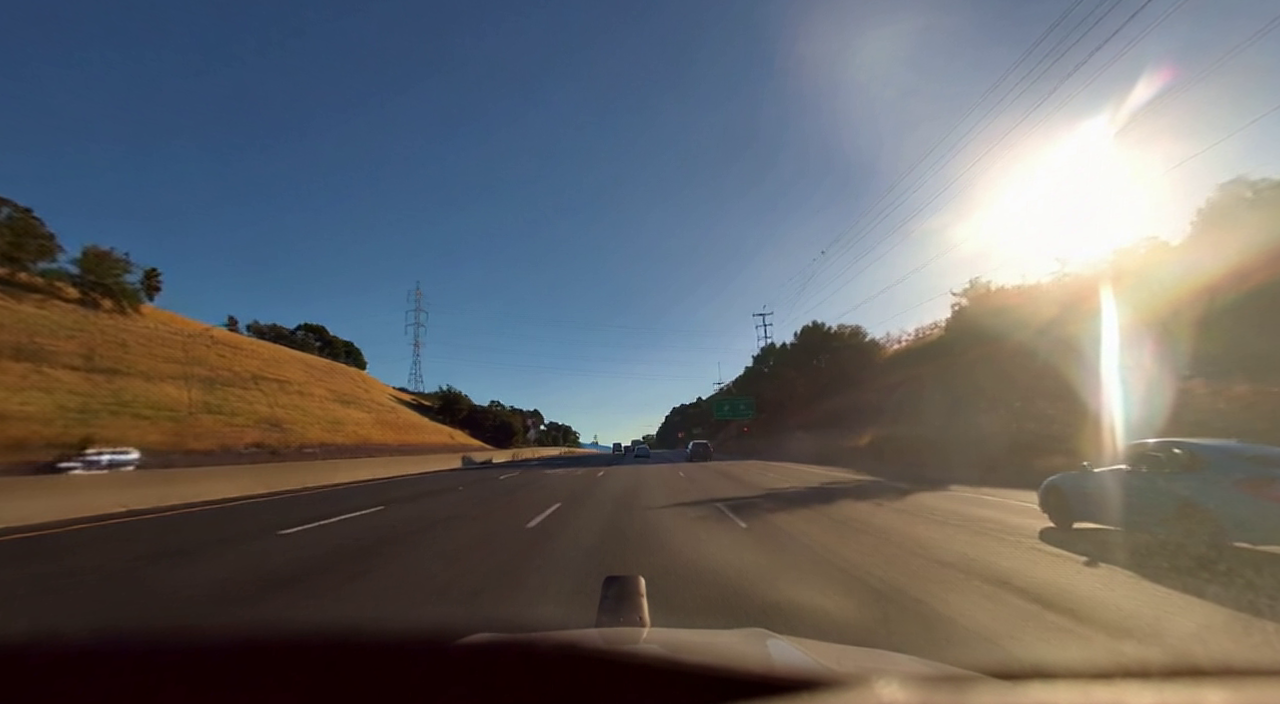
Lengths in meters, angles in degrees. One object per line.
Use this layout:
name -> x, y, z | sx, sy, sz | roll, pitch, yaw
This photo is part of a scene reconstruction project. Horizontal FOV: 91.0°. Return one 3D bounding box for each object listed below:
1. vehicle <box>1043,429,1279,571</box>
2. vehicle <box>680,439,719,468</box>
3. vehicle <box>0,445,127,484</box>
vehicle -> 8.052, 1.881, 8.578 | 1.970, 1.545, 4.818 | 0, -8, 0
vehicle -> 3.826, 6.596, 41.189 | 2.159, 1.782, 4.673 | 0, -8, 0
vehicle -> -23.609, 4.578, 25.941 | 1.655, 1.474, 3.715 | 0, -8, 2
